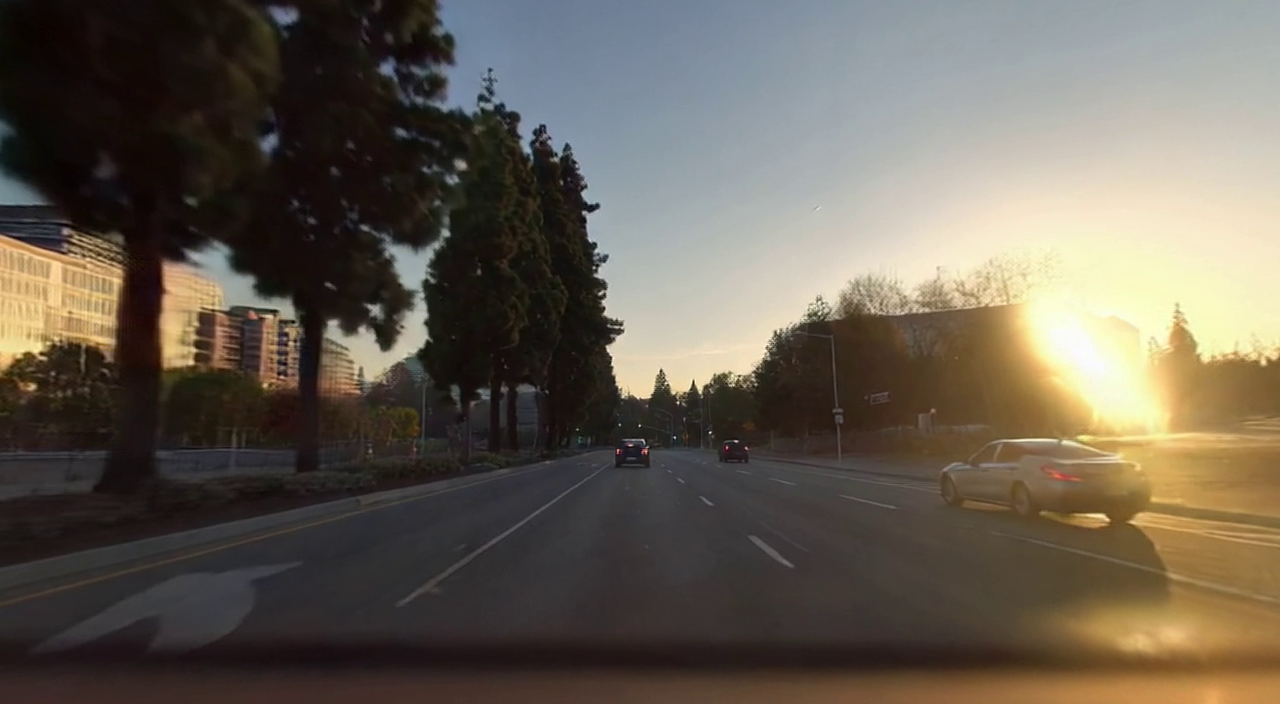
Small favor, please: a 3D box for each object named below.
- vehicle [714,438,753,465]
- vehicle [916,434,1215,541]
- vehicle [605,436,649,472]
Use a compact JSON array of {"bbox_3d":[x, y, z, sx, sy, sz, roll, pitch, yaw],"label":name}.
[{"bbox_3d":[6.695,7.183,45.827,2.026,1.804,4.565,0,-8,-1],"label":"vehicle"},{"bbox_3d":[6.968,2.235,11.134,2.139,1.471,4.393,0,-8,-1],"label":"vehicle"},{"bbox_3d":[-0.651,5.414,33.793,2.193,1.794,4.457,0,-8,0],"label":"vehicle"}]
